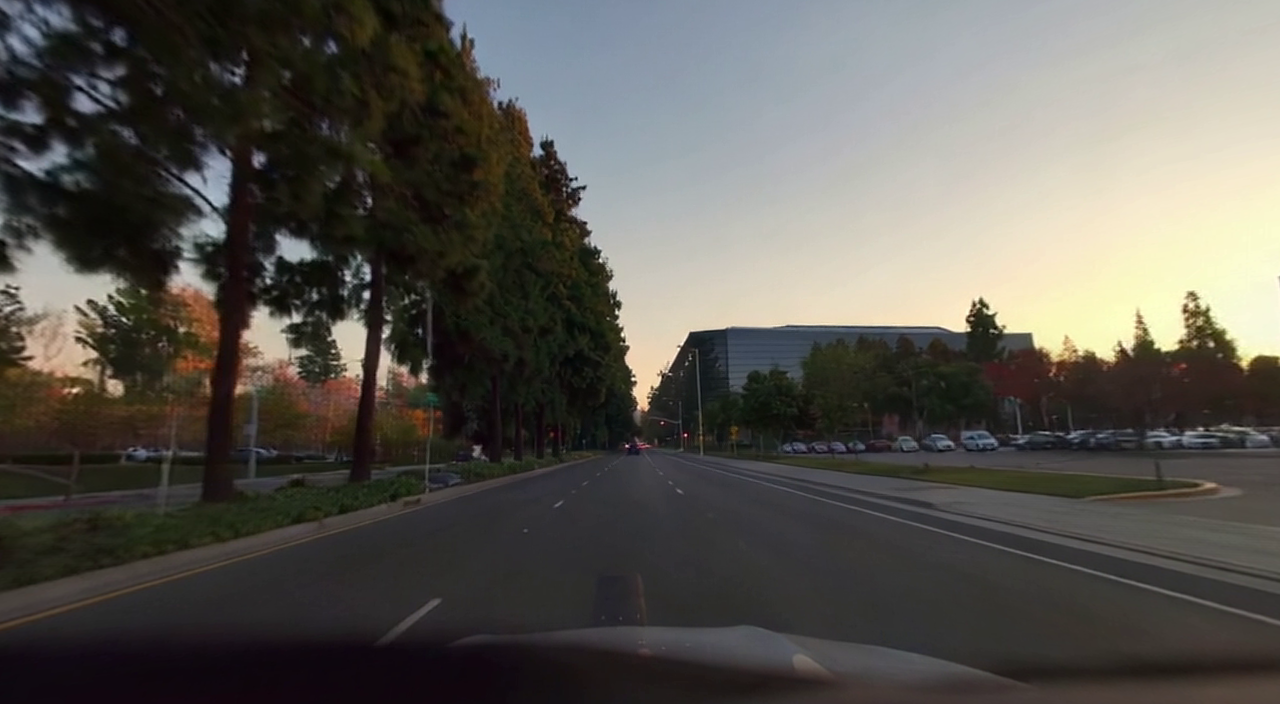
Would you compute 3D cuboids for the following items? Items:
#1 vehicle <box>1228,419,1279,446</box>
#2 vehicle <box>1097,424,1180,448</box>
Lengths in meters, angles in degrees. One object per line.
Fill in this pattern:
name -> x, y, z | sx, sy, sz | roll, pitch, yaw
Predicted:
vehicle -> 44.509, 5.656, 44.159 | 1.929, 1.842, 4.959 | 0, -9, -1
vehicle -> 33.853, 5.763, 43.054 | 1.850, 1.490, 4.701 | 0, -9, 1
